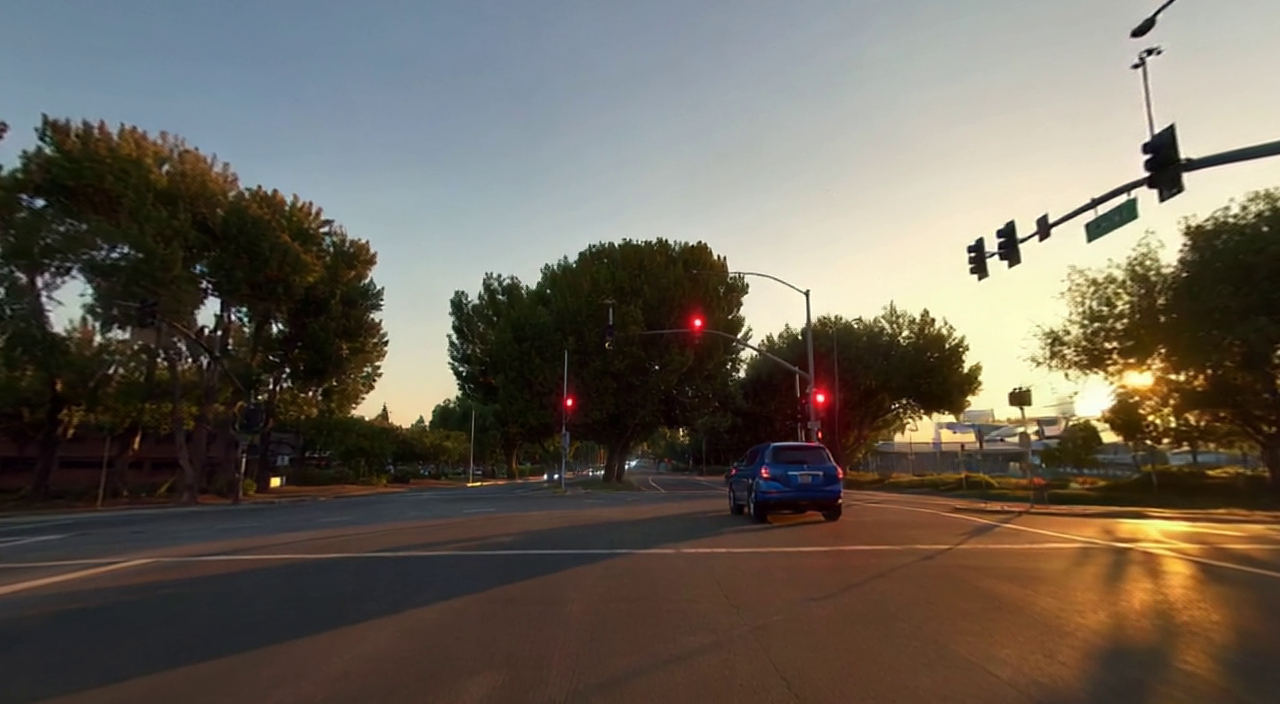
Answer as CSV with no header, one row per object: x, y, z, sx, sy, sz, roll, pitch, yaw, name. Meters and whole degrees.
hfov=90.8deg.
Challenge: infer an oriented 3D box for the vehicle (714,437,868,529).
3.052,2.754,14.019,2.140,1.655,4.786,1,-8,-1,vehicle
